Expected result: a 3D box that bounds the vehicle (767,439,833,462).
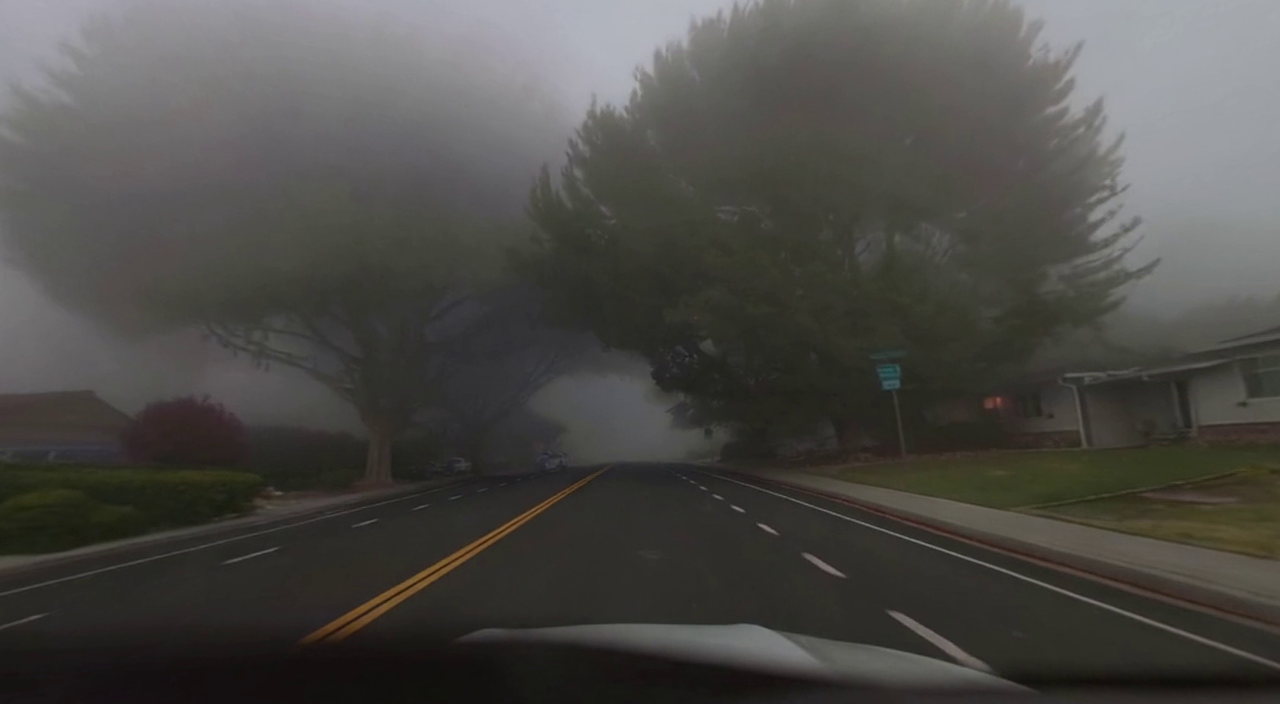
[{"bbox_3d":[11.991,7.370,47.441,4.392,1.685,1.959,1,-8,-4],"label":"vehicle"}]
